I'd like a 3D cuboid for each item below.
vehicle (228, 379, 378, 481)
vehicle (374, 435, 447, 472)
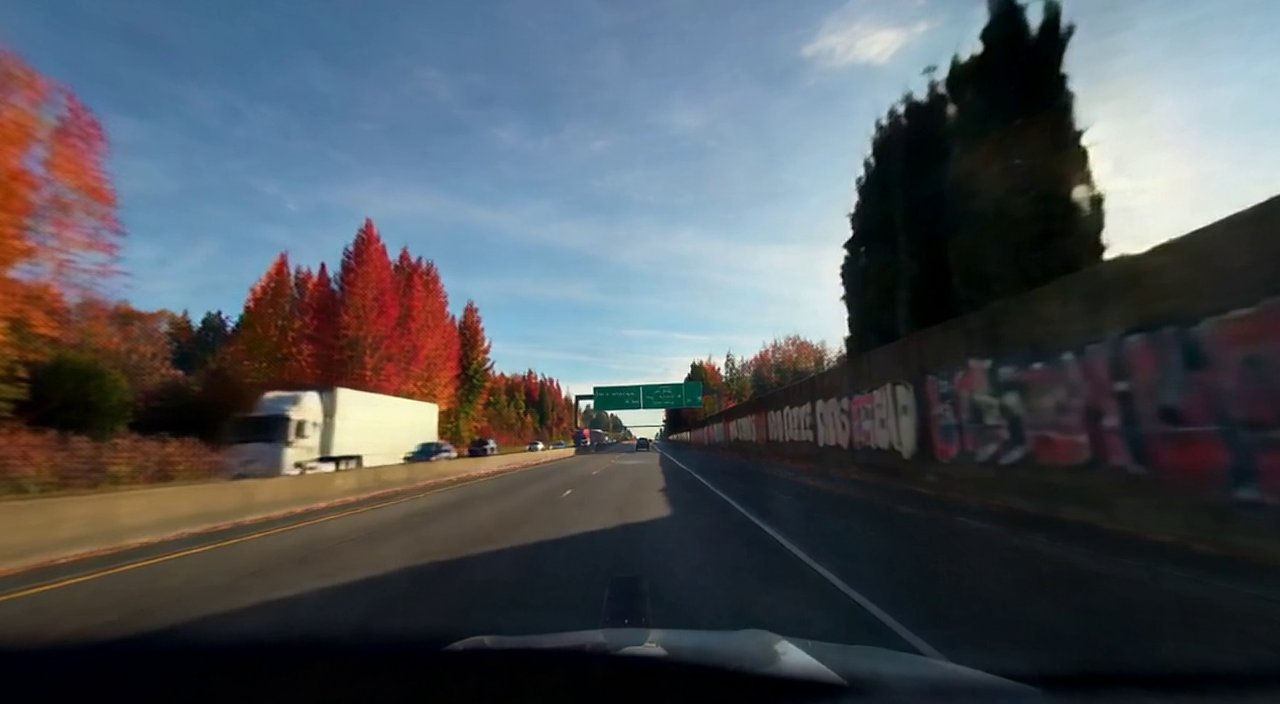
[{"bbox_3d":[-14.614,3.502,28.024,3.053,3.994,6.354,0,-8,0],"label":"vehicle"},{"bbox_3d":[-10.292,4.578,28.530,1.824,1.535,3.900,0,-8,0],"label":"vehicle"}]
